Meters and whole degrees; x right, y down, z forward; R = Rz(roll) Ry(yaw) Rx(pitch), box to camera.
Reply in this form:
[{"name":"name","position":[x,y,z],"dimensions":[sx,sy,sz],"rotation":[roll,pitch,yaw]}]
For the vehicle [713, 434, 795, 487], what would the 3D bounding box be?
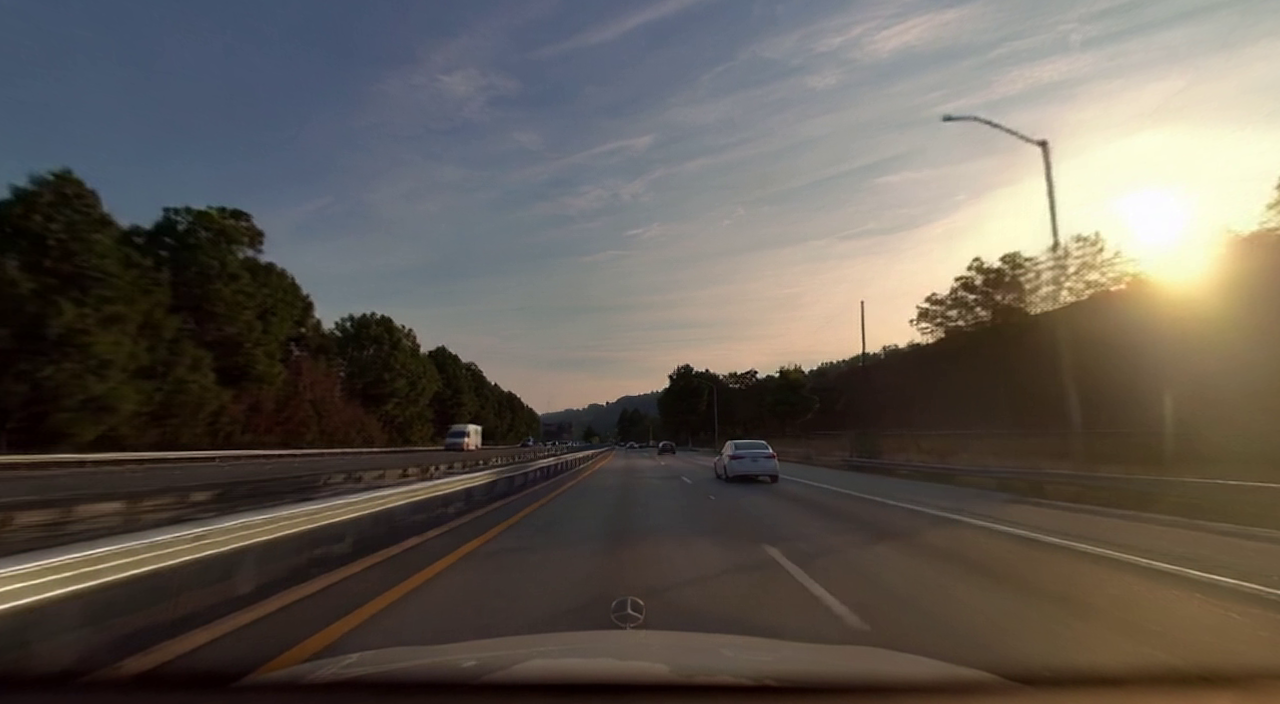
[{"name":"vehicle","position":[3.557,3.466,20.365],"dimensions":[1.945,1.538,3.729],"rotation":[0,-8,0]}]
